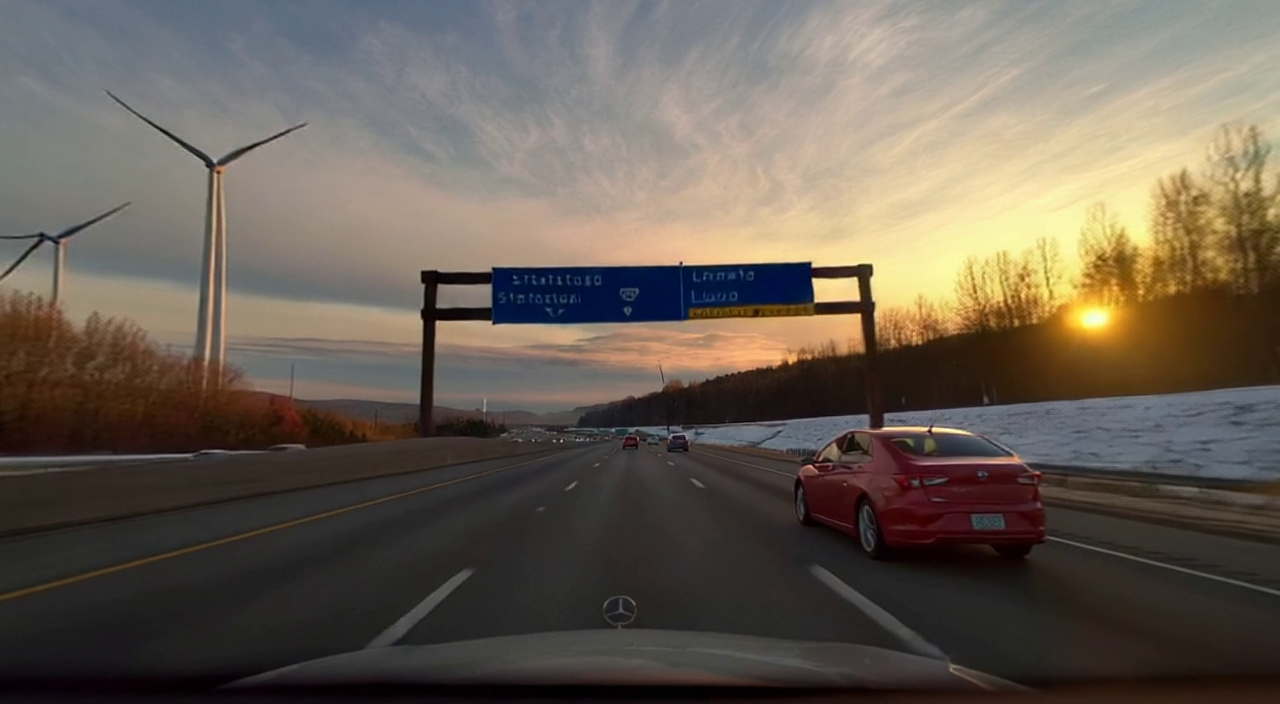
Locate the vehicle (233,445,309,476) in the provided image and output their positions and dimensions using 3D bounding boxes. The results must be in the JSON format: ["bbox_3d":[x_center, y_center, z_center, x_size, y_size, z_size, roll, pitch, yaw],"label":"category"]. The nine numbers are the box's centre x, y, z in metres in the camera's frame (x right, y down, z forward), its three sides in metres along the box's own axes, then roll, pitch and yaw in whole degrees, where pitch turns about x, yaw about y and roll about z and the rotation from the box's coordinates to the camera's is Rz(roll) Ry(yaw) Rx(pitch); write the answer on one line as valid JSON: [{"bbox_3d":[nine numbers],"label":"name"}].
[{"bbox_3d":[-20.154,5.904,34.526,1.821,1.503,3.978,0,-8,-1],"label":"vehicle"}]

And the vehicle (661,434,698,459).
[{"bbox_3d":[2.613,6.295,42.153,2.041,1.551,3.974,0,-8,-3],"label":"vehicle"}]
